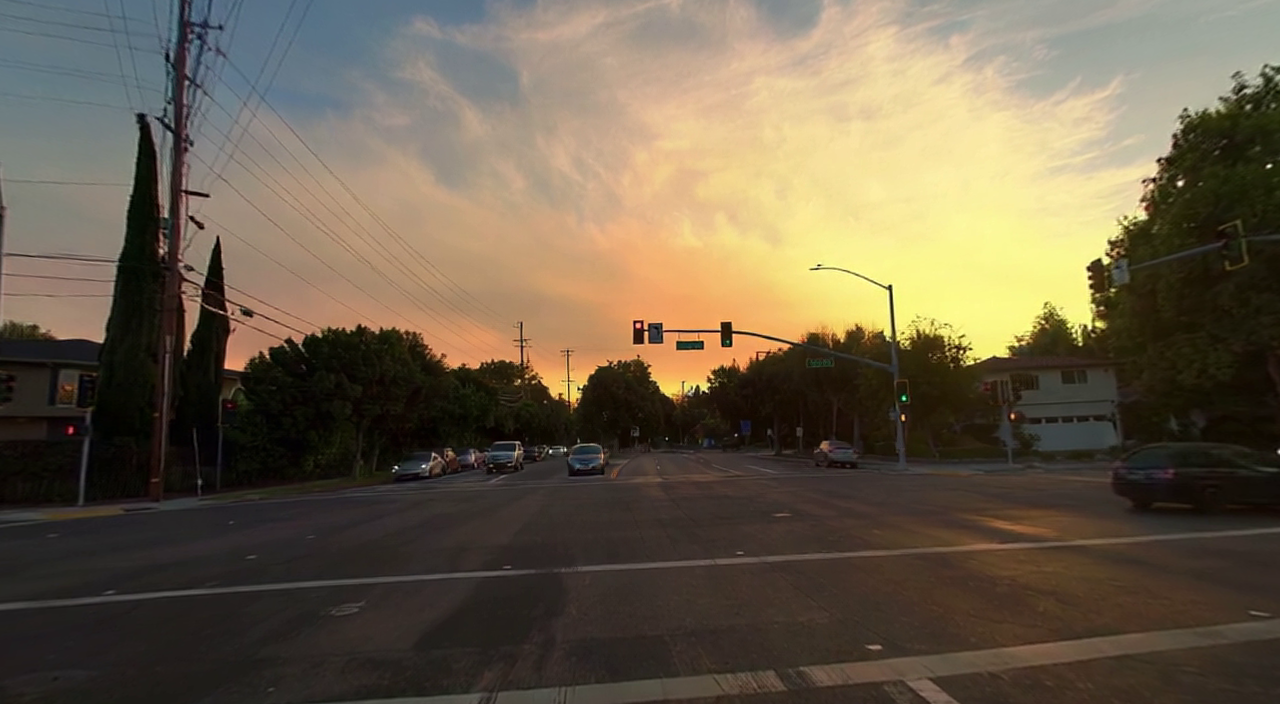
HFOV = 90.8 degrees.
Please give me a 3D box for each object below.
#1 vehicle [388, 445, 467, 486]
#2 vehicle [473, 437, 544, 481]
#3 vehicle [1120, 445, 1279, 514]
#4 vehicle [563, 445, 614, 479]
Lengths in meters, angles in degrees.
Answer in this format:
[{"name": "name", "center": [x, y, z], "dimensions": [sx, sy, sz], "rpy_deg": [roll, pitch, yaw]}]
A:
[{"name": "vehicle", "center": [-10.148, 5.442, 30.624], "dimensions": [2.241, 1.819, 4.690], "rpy_deg": [0, -9, -1]}, {"name": "vehicle", "center": [-6.371, 5.274, 31.426], "dimensions": [2.479, 1.977, 5.254], "rpy_deg": [0, -9, -1]}, {"name": "vehicle", "center": [13.805, 2.808, 14.402], "dimensions": [4.443, 1.367, 2.197], "rpy_deg": [2, -9, -16]}, {"name": "vehicle", "center": [-2.394, 5.254, 30.562], "dimensions": [2.174, 1.477, 4.805], "rpy_deg": [0, -9, -1]}]
